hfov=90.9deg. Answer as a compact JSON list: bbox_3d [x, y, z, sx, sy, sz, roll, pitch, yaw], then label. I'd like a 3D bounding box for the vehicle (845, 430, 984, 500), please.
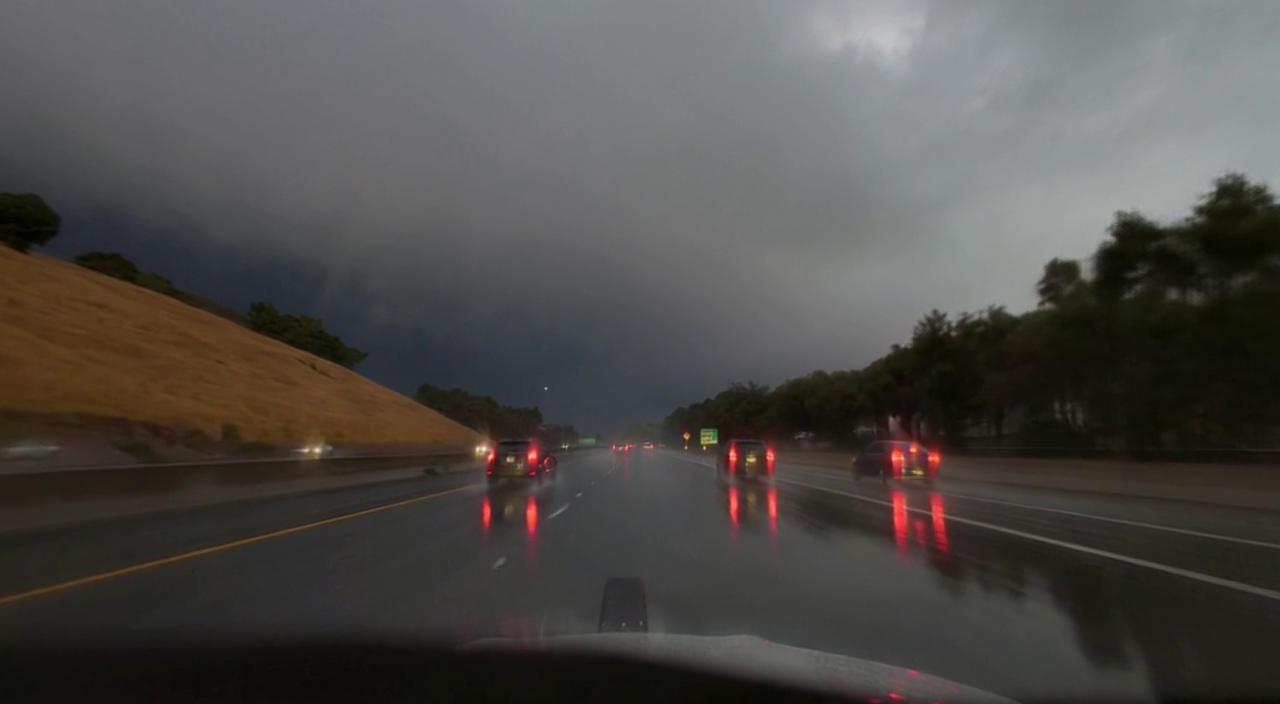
[{"bbox_3d":[7.593,3.160,18.026,1.998,1.717,4.338,0,-8,0],"label":"vehicle"}]

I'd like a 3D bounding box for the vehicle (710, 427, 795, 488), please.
[{"bbox_3d":[3.839,3.728,22.559,2.121,1.925,5.056,0,-8,0],"label":"vehicle"}]

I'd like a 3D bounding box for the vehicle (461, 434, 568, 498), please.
[{"bbox_3d":[-3.535,3.318,18.758,2.166,1.672,4.388,-1,-8,2],"label":"vehicle"}]
